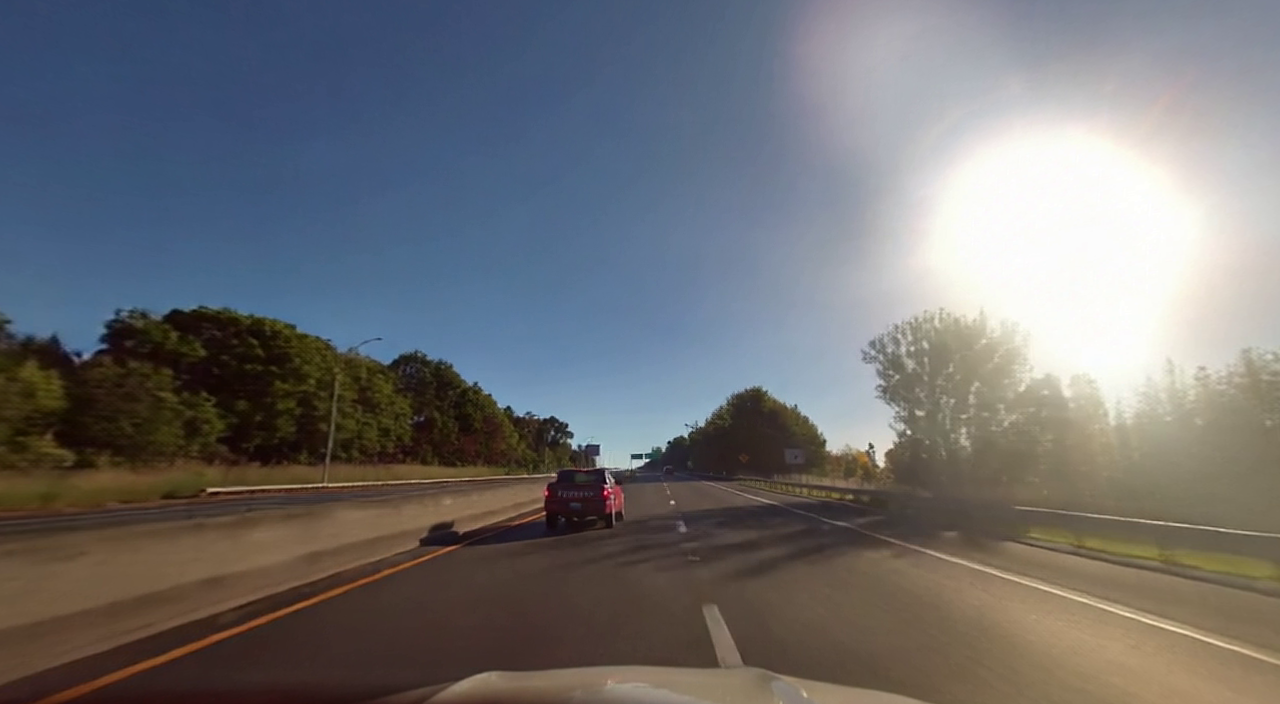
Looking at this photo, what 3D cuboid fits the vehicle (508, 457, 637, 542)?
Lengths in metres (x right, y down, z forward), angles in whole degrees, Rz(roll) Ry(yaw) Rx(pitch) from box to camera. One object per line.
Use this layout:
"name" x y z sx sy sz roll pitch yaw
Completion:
"vehicle" -1.273 3.194 14.237 2.135 1.506 5.041 0 -10 2
